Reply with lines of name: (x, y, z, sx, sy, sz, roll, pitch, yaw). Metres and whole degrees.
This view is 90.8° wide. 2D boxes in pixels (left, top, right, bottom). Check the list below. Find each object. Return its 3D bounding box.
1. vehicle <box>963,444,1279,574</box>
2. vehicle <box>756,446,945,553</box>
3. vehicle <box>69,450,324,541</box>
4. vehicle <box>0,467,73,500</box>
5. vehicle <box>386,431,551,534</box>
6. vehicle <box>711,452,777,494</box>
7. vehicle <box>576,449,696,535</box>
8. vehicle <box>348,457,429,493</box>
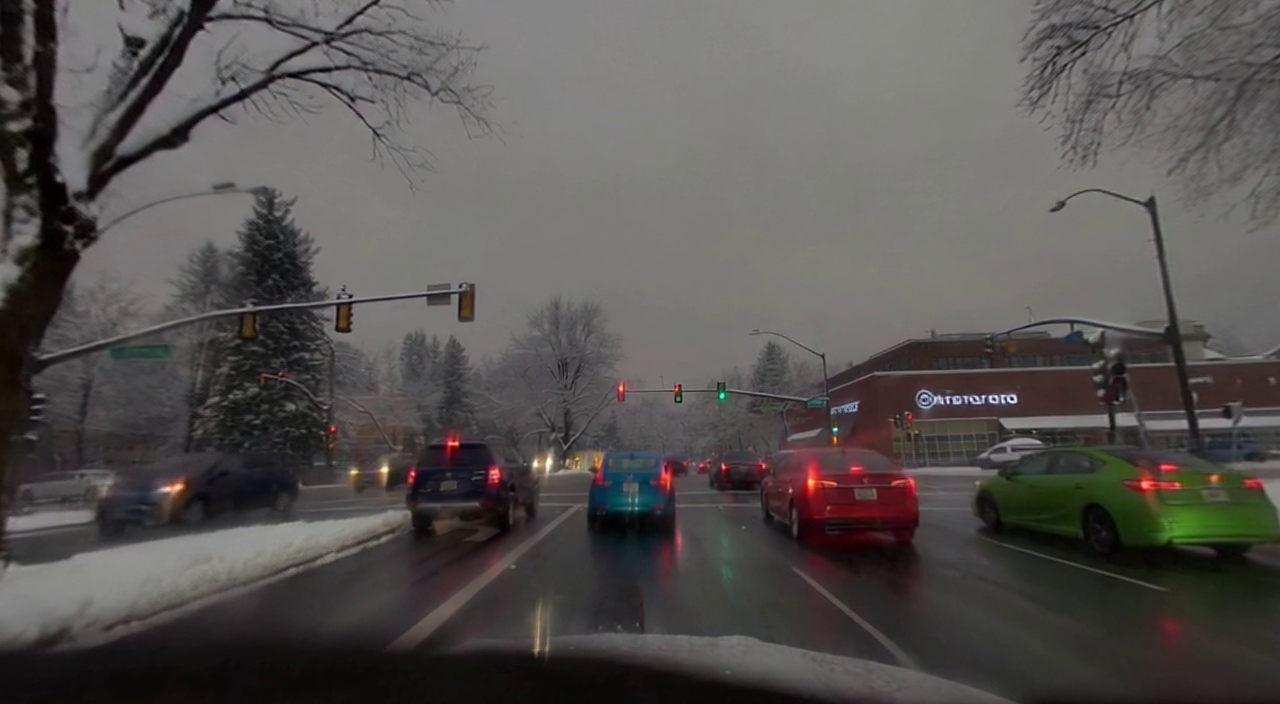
vehicle: (7.264, 2.213, 9.829, 2.004, 1.508, 4.646, 0, -9, 0)
vehicle: (3.405, 2.437, 11.192, 2.020, 1.513, 4.120, 0, -9, 2)
vehicle: (-8.592, 2.767, 12.892, 1.976, 1.499, 4.355, 0, -9, 1)
vehicle: (-34.665, 7.271, 35.024, 4.238, 1.671, 1.898, 2, -10, -13)
vehicle: (-3.445, 2.733, 13.968, 2.160, 1.823, 5.115, 0, -9, 1)
vehicle: (4.047, 4.760, 25.257, 1.888, 1.472, 4.528, 0, -9, 1)
vehicle: (-0.054, 2.759, 13.084, 2.098, 1.477, 3.897, 0, -9, 1)
vehicle: (-11.768, 5.757, 29.921, 1.912, 1.477, 4.398, 0, -9, 2)
